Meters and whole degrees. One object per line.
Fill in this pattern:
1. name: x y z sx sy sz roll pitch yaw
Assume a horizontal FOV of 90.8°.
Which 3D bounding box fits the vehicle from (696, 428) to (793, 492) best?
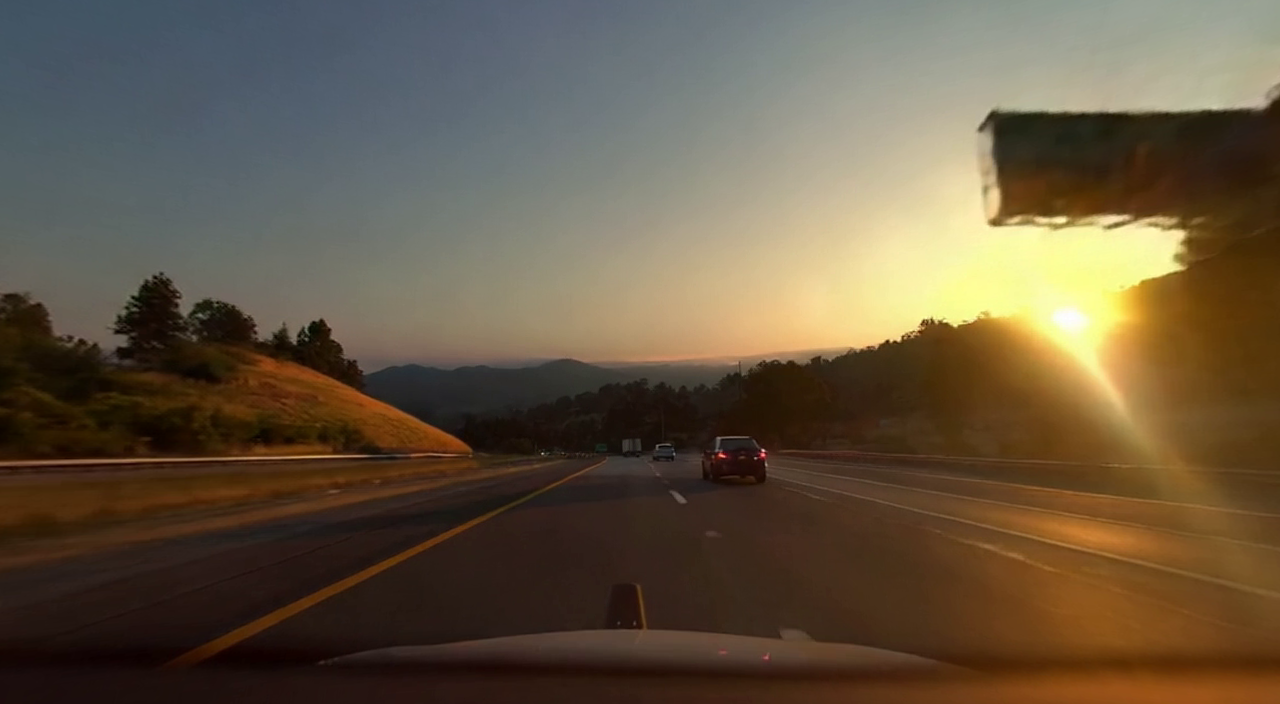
1. vehicle: 3.152 3.408 20.283 2.141 1.785 4.778 0 -8 -2
